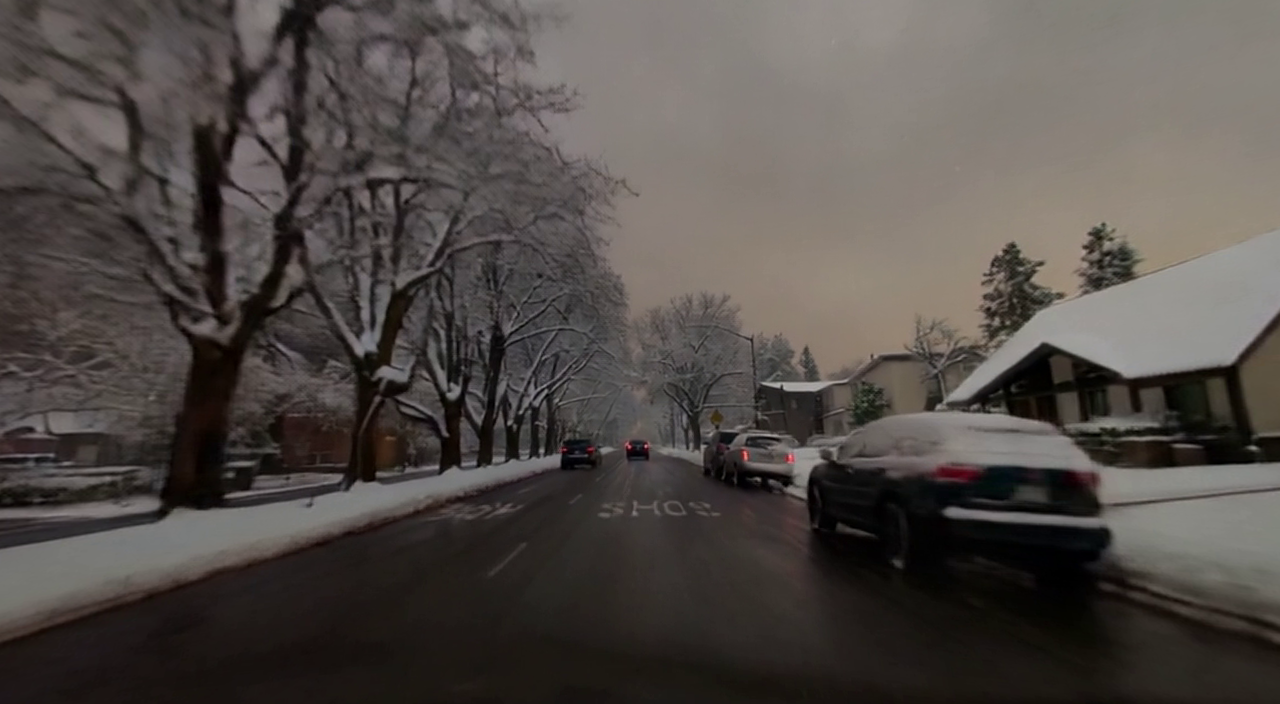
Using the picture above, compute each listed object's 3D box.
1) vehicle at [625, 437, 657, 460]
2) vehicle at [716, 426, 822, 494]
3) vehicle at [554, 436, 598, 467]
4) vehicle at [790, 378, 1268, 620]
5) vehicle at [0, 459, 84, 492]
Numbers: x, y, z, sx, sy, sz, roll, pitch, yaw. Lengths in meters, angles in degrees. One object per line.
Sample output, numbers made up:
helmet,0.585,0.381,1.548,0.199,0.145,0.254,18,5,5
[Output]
vehicle,0.097,6.973,45.781,2.142,1.548,4.273,-1,-8,1
vehicle,3.657,3.163,18.866,2.113,1.760,4.432,-1,-8,-1
vehicle,-3.678,5.810,37.038,2.129,1.668,4.722,-1,-8,0
vehicle,3.694,1.507,7.579,2.273,1.860,5.077,0,-8,-3
vehicle,-36.422,7.368,37.945,1.890,1.711,4.456,-1,-8,1
